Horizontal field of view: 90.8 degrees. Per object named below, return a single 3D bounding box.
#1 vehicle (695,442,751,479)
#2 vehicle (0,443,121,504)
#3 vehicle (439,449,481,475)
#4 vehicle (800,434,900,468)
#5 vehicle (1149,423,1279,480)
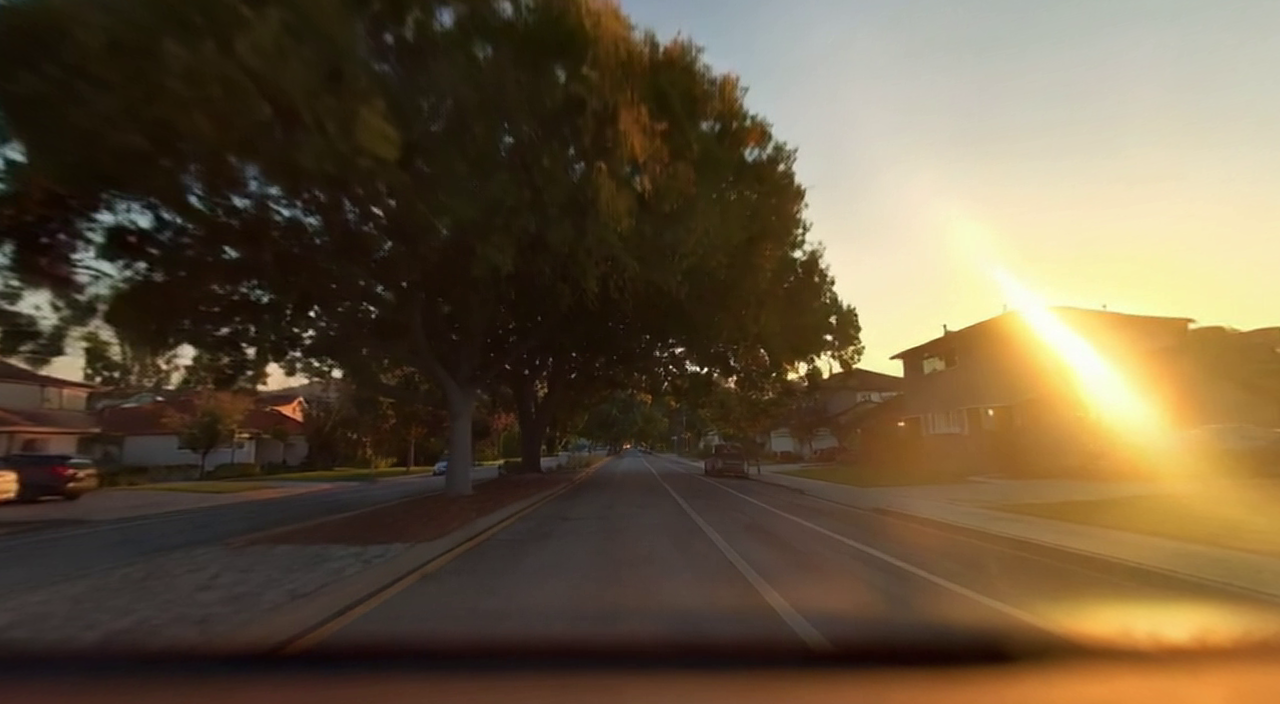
[{"bbox_3d":[4.001,5.317,31.324,2.045,1.677,4.509,0,-9,-1],"label":"vehicle"},{"bbox_3d":[-21.551,4.091,21.455,5.705,1.907,2.142,0,-9,-4],"label":"vehicle"},{"bbox_3d":[-13.606,8.290,47.899,1.970,1.677,4.270,-2,-7,0],"label":"vehicle"},{"bbox_3d":[11.742,5.547,35.504,4.860,1.772,2.007,0,-8,-3],"label":"vehicle"},{"bbox_3d":[18.139,2.974,19.058,3.858,1.583,1.931,0,-9,-2],"label":"vehicle"}]
